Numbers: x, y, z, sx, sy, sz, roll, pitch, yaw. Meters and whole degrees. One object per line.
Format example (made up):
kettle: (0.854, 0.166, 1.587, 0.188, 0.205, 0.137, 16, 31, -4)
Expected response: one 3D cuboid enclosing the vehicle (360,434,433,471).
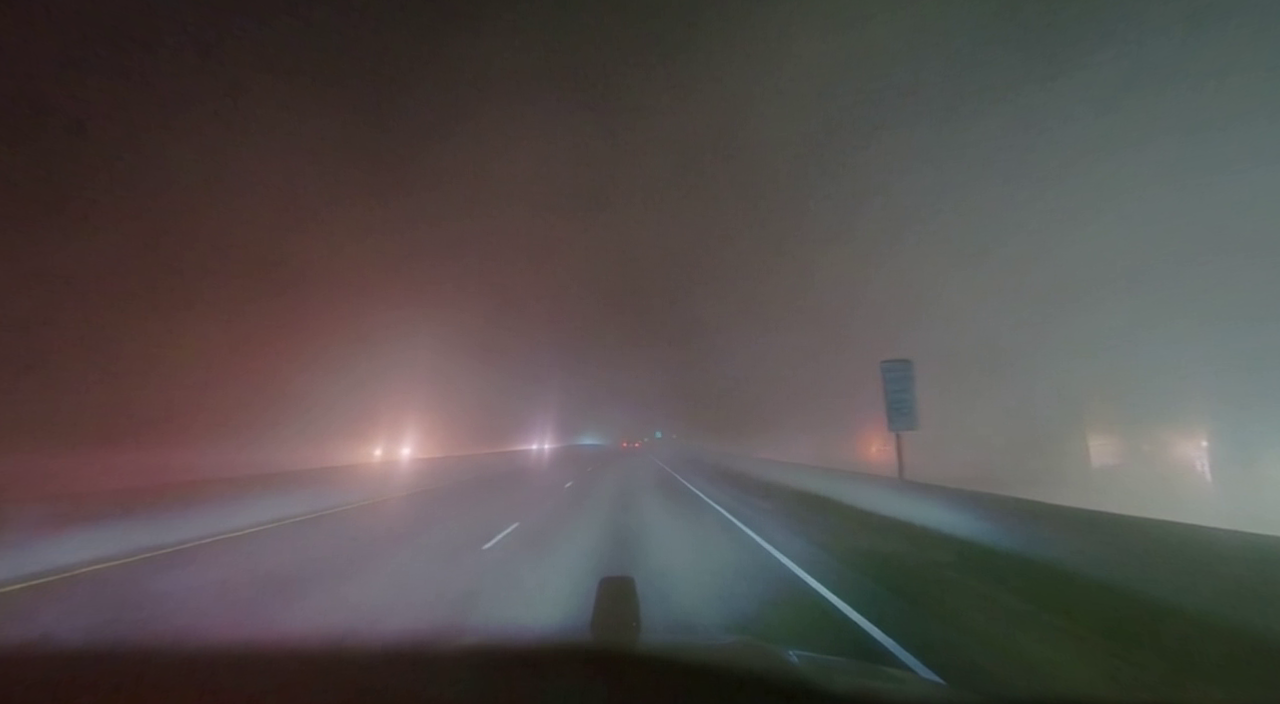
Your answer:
vehicle: (-13.839, 5.698, 36.079, 2.136, 1.968, 5.178, 0, -8, 0)
